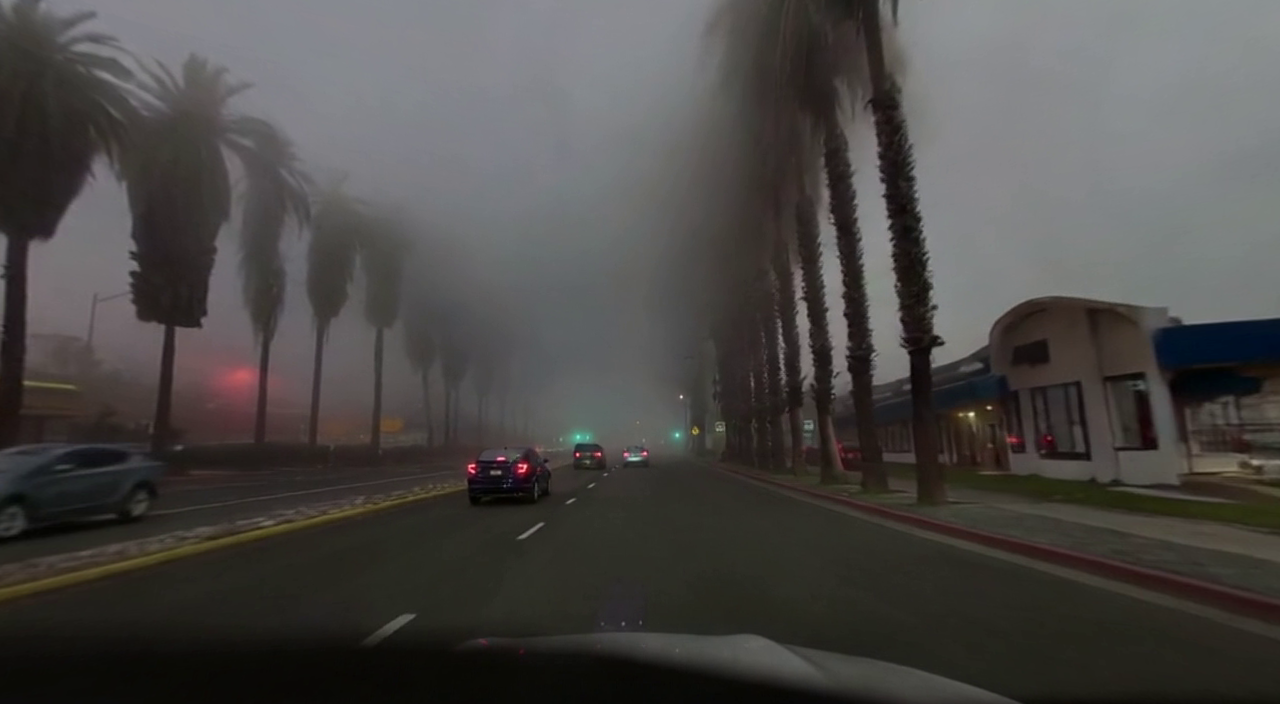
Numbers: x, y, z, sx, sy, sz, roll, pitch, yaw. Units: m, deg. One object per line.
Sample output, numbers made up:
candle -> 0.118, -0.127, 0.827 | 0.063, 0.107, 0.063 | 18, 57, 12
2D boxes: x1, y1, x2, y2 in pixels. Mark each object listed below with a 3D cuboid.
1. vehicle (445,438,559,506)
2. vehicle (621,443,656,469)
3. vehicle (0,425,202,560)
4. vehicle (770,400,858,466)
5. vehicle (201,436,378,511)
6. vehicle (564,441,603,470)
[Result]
vehicle -> -3.391, 3.031, 16.386 | 1.904, 1.513, 4.410 | 0, -8, 1
vehicle -> -0.097, 6.517, 39.485 | 2.094, 1.496, 4.070 | 0, -8, 0
vehicle -> -8.488, 1.874, 8.703 | 1.893, 1.576, 4.075 | -2, -9, 0
vehicle -> 10.008, 4.824, 37.119 | 2.878, 3.388, 8.331 | -1, -8, 1
vehicle -> -8.541, 2.971, 15.887 | 1.928, 1.532, 4.533 | -2, -9, -1
vehicle -> -3.340, 6.211, 37.996 | 1.979, 1.634, 3.957 | 0, -8, 0
